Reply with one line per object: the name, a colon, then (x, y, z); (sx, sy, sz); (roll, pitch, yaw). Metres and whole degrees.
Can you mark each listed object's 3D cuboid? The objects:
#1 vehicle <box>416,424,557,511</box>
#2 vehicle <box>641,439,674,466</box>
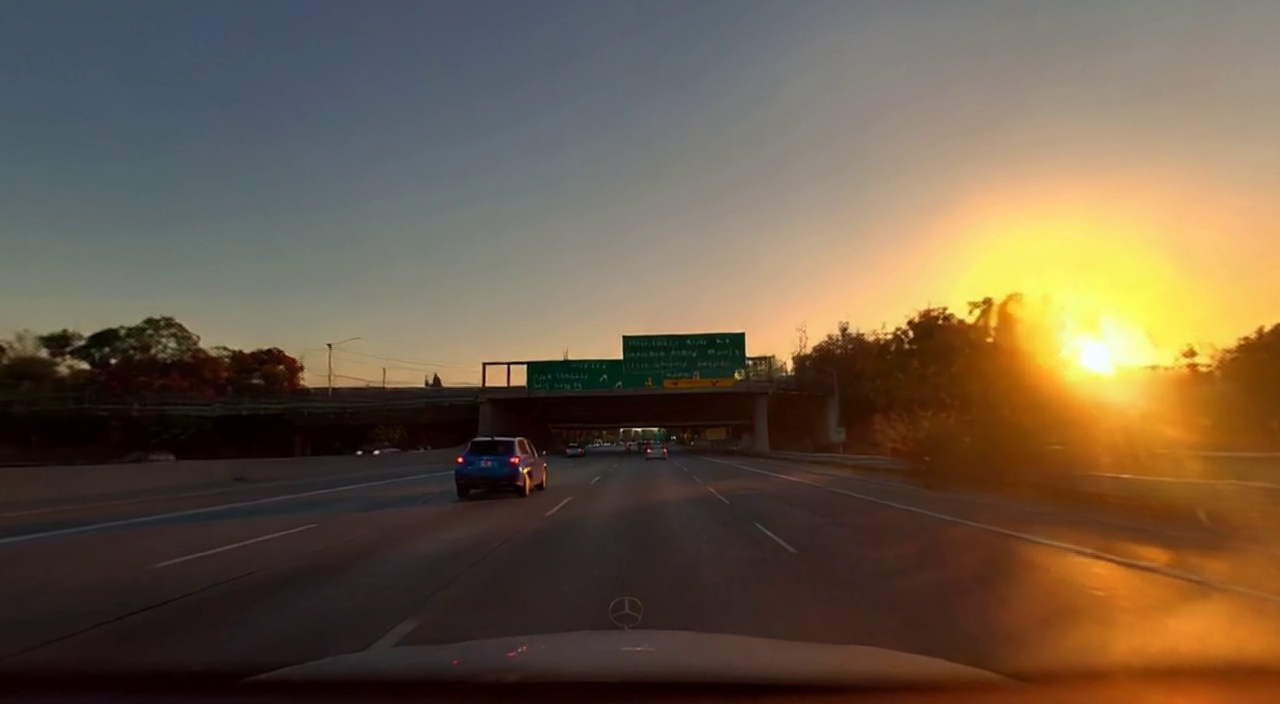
vehicle: (-3.467, 2.719, 15.297); (2.214, 1.759, 4.435); (-1, -8, 1)
vehicle: (1.098, 6.505, 40.978); (2.023, 1.589, 4.030); (-1, -8, 1)
